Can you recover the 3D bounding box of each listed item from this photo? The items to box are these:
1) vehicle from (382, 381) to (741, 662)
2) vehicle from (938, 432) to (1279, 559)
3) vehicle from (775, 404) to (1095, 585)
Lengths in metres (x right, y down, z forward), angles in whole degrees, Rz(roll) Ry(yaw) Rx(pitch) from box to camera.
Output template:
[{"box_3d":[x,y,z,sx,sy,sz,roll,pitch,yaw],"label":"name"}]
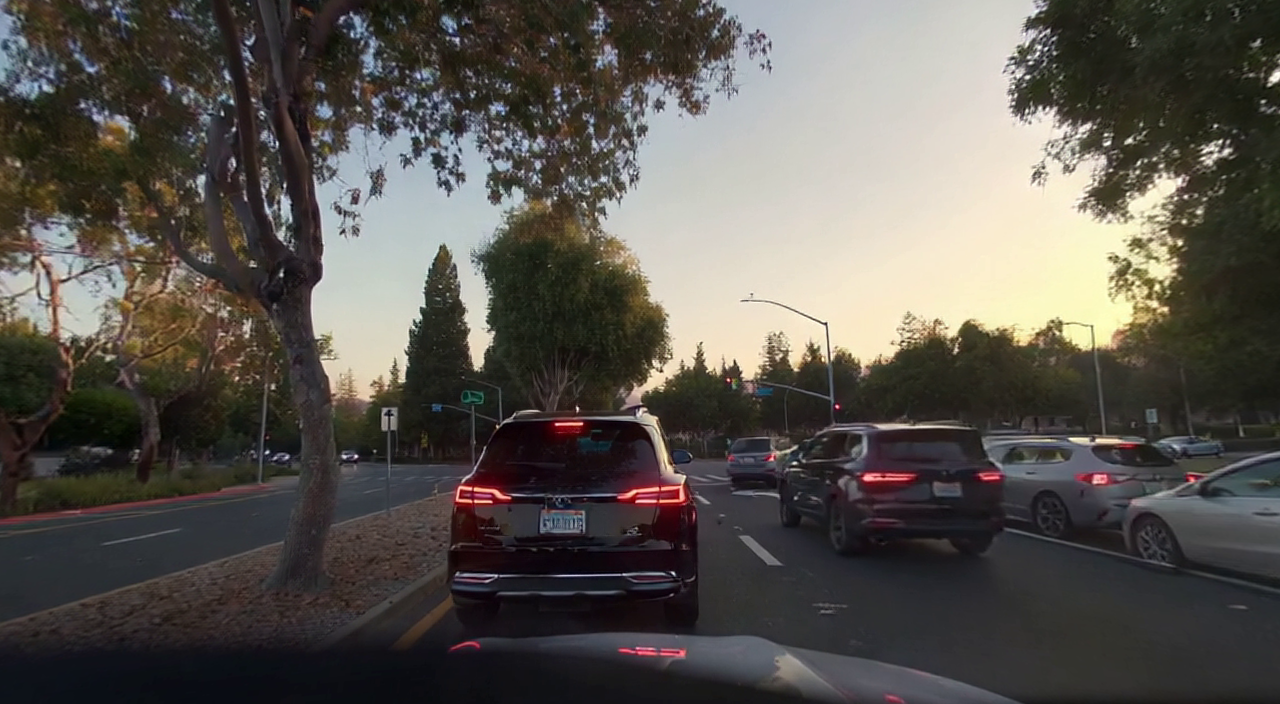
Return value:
[{"box_3d":[-0.431,1.354,6.096,2.201,1.709,4.271,0,-9,2],"label":"vehicle"},{"box_3d":[6.595,2.008,9.647,1.894,1.445,4.565,0,-9,0],"label":"vehicle"},{"box_3d":[3.241,1.666,8.183,1.963,1.682,4.407,0,-9,0],"label":"vehicle"}]
